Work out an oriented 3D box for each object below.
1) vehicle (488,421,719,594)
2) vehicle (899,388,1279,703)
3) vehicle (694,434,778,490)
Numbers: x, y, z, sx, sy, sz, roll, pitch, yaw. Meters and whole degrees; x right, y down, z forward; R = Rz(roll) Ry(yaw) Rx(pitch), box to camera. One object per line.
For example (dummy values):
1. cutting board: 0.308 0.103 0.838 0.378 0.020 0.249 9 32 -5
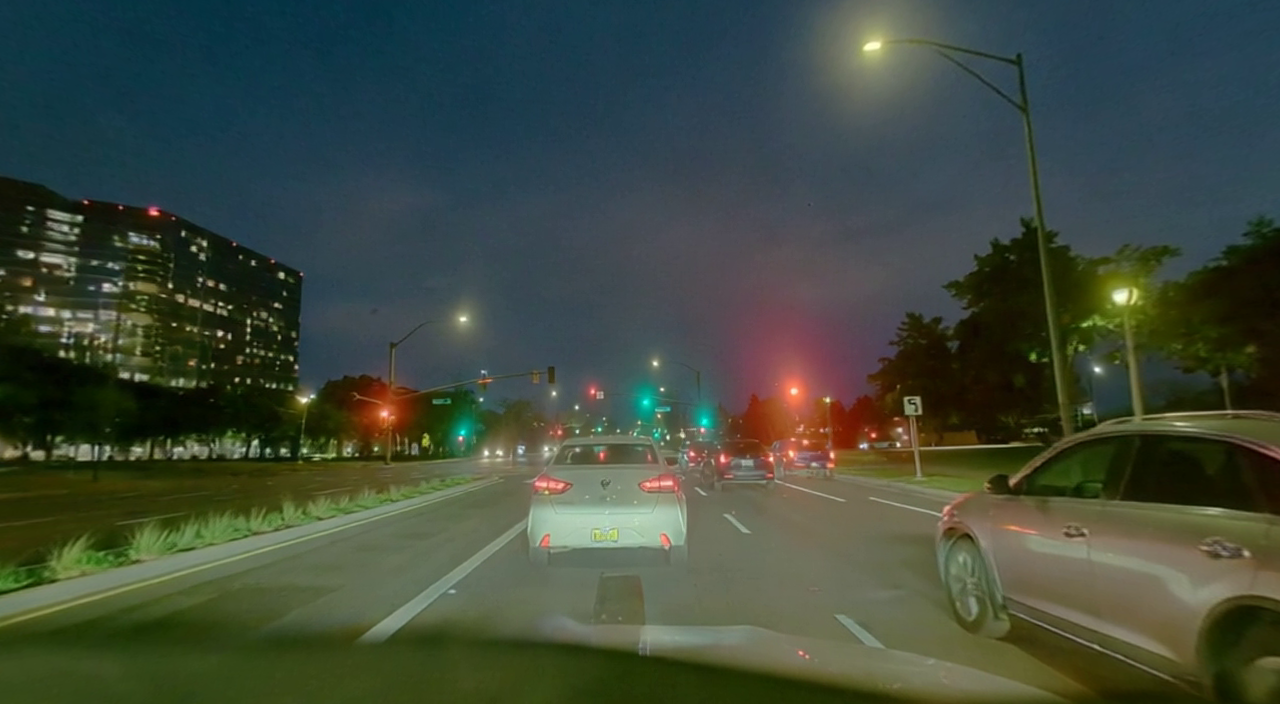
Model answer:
1. vehicle: -0.349 1.632 7.364 2.006 1.487 3.535 0 -9 -1
2. vehicle: 3.162 1.004 3.114 1.910 1.474 4.263 0 -9 -1
3. vehicle: 2.906 3.436 20.065 1.874 1.556 4.116 0 -9 -2
